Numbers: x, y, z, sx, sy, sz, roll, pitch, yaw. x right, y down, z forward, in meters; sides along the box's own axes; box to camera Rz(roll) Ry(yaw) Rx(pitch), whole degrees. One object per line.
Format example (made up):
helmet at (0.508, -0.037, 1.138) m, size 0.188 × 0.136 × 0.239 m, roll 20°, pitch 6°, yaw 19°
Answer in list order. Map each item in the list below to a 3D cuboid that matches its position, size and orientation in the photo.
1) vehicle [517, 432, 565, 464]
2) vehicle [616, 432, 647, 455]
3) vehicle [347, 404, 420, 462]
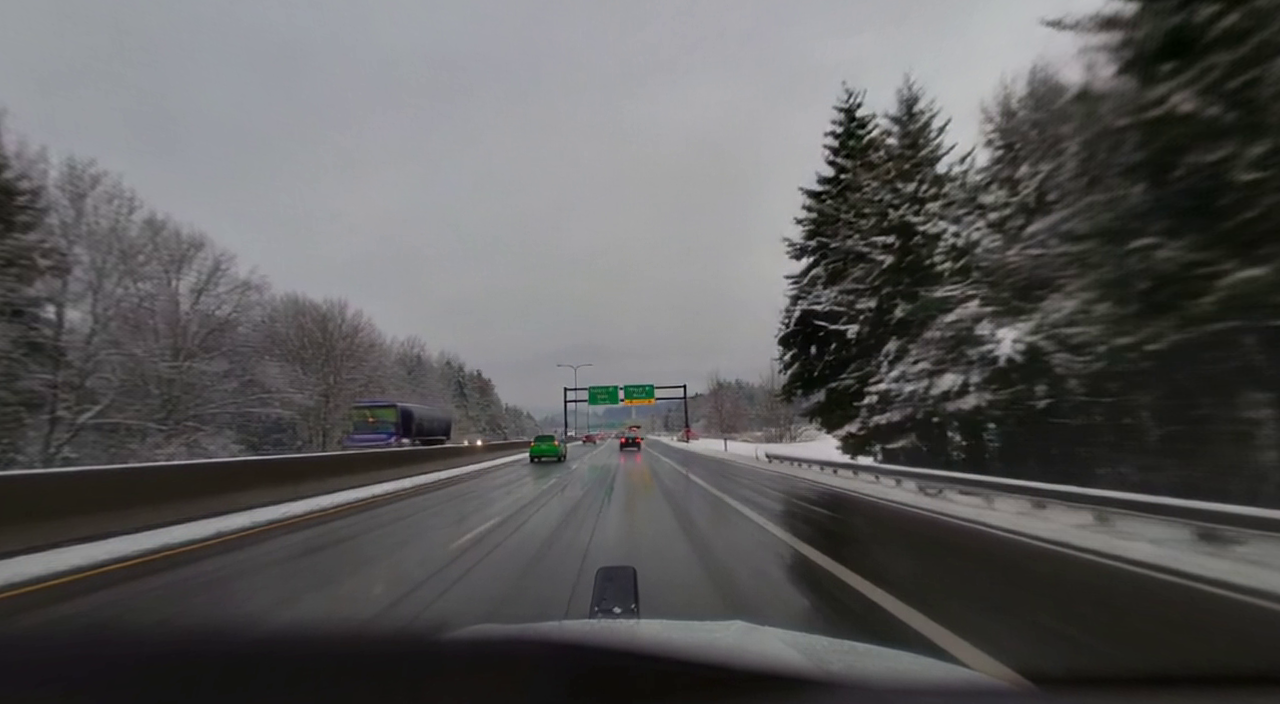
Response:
vehicle at (-5.001, 4.882, 32.284) m, size 1.959 × 1.514 × 3.668 m, roll 0°, pitch -8°, yaw -1°
vehicle at (-0.597, 6.560, 45.414) m, size 2.139 × 1.561 × 4.060 m, roll 0°, pitch -8°, yaw -1°
vehicle at (-18.567, 5.931, 46.026) m, size 2.987 × 3.956 × 5.796 m, roll 0°, pitch -8°, yaw -2°
